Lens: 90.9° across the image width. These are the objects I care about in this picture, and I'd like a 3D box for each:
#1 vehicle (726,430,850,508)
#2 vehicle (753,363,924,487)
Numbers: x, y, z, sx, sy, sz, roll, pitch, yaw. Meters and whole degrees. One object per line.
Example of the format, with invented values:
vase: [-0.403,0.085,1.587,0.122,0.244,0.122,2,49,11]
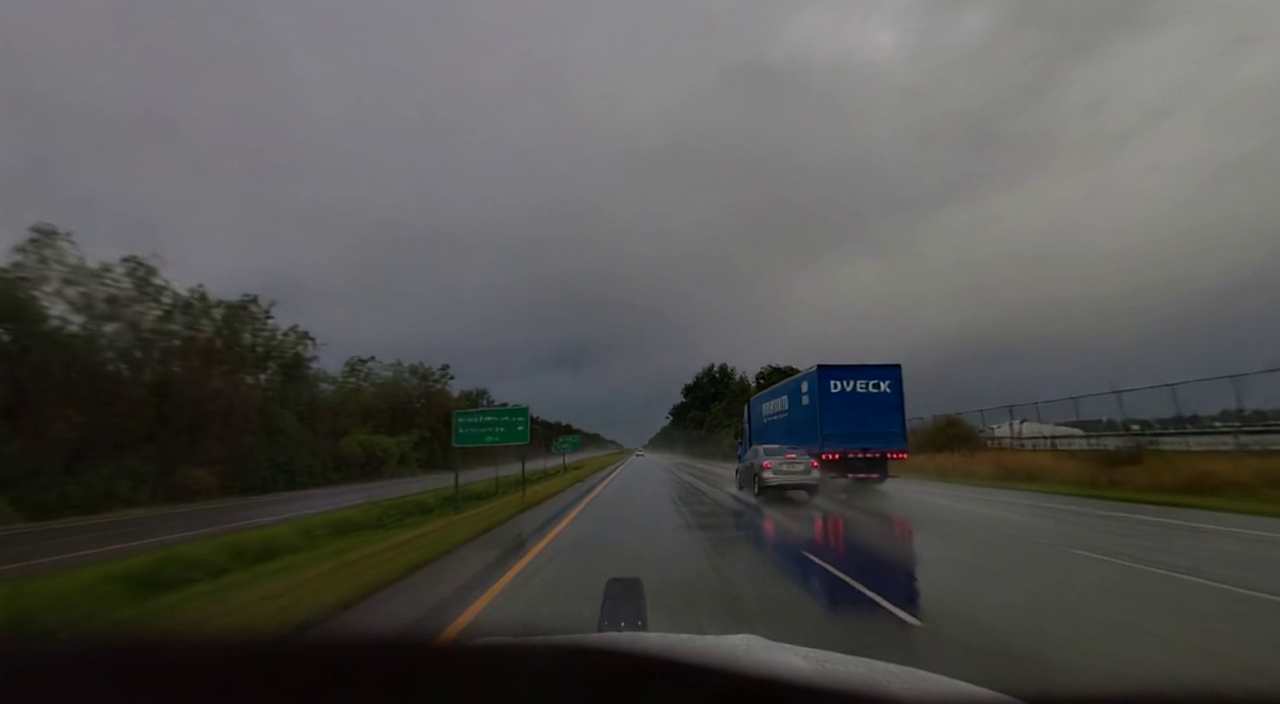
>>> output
vehicle: [3.641,2.967,16.361,2.093,1.742,4.167,0,-9,-1]
vehicle: [7.996,3.545,28.438,3.088,4.217,14.033,0,-9,0]
